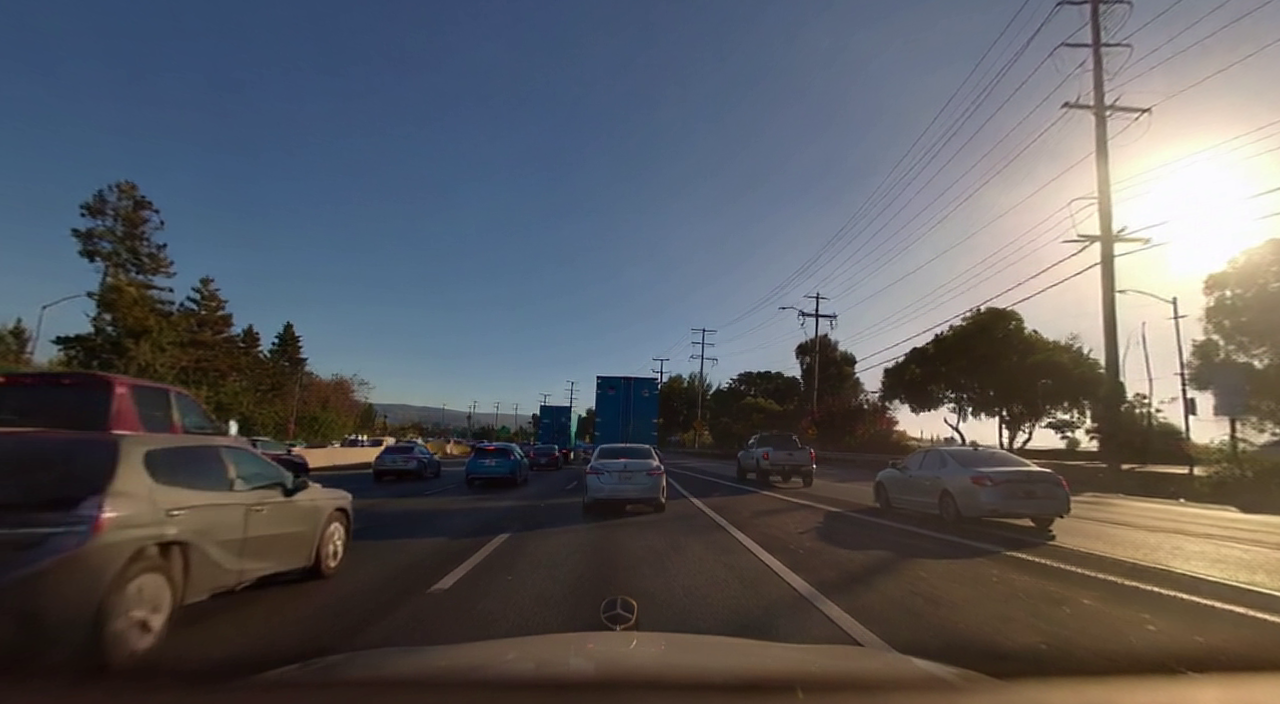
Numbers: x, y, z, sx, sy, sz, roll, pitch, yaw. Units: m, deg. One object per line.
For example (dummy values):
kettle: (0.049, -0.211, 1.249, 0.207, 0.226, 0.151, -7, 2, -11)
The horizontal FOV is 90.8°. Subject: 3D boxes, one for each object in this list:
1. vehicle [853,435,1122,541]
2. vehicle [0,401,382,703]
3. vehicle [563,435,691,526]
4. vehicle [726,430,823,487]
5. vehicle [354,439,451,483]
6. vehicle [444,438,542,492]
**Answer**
vehicle: (5.440, 2.156, 10.686, 1.878, 1.406, 4.164, 1, -9, -6)
vehicle: (-3.762, 1.161, 3.982, 2.235, 1.472, 4.860, 0, -9, 0)
vehicle: (-0.312, 2.430, 12.479, 2.112, 1.463, 4.012, 0, -9, -3)
vehicle: (4.322, 3.507, 21.045, 2.023, 1.676, 4.002, 1, -9, -6)
vehicle: (-8.841, 4.081, 23.986, 1.988, 1.472, 4.852, 0, -9, -3)
vehicle: (-4.411, 3.498, 19.883, 1.960, 1.450, 5.246, 0, -9, -2)
